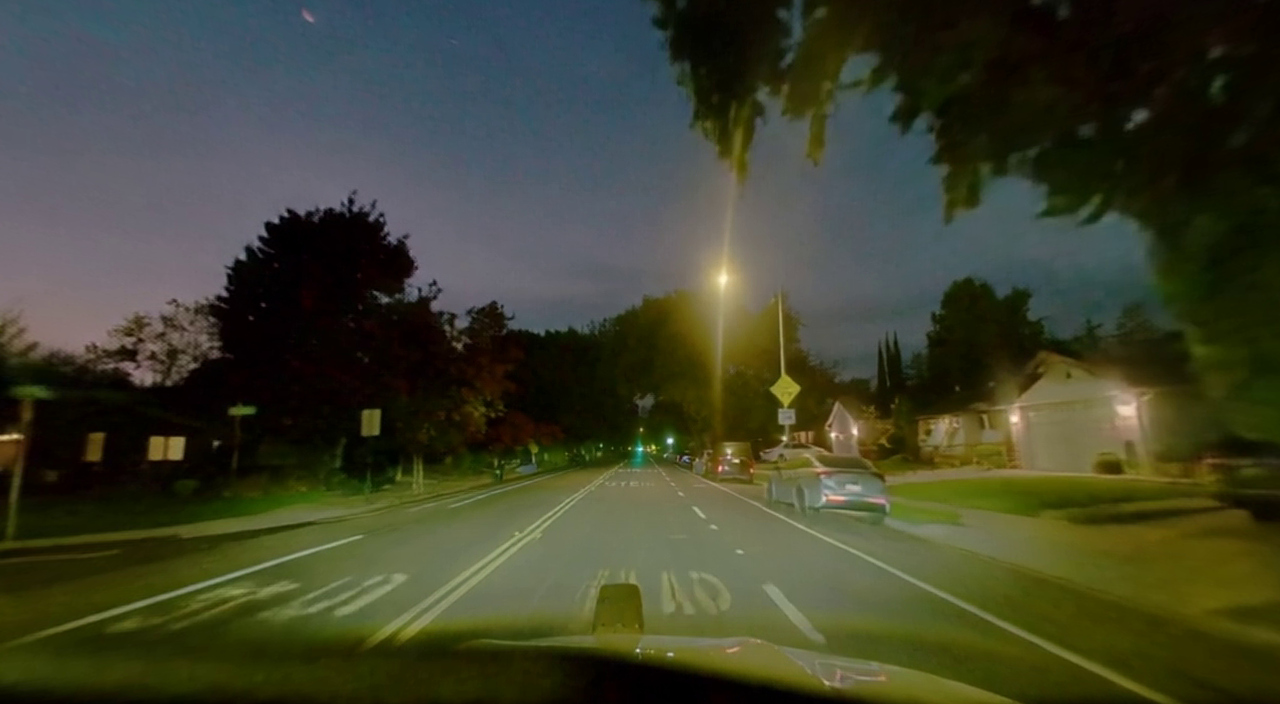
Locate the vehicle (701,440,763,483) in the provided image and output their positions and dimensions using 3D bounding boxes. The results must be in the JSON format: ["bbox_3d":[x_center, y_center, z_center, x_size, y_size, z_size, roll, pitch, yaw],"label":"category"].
[{"bbox_3d":[4.061,4.942,28.757,2.032,1.792,4.849,0,-9,0],"label":"vehicle"}]

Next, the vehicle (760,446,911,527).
[{"bbox_3d":[4.022,2.814,13.810,1.940,1.470,4.101,0,-9,-1],"label":"vehicle"}]

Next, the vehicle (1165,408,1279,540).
[{"bbox_3d":[10.808,1.615,9.367,4.220,1.714,2.070,-5,-8,-7],"label":"vehicle"}]
